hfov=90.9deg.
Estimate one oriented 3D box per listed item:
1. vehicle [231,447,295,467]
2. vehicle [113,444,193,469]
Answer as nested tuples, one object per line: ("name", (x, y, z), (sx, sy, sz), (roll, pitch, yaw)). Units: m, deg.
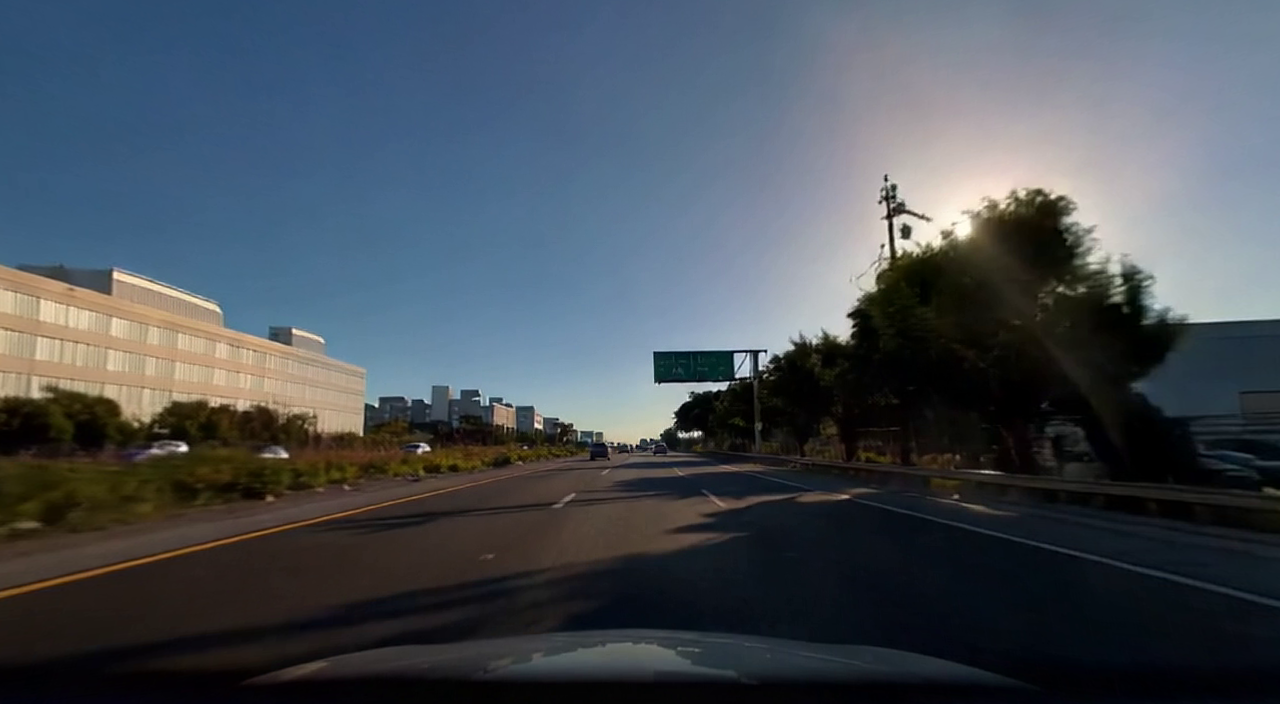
("vehicle", (-28.415, 7.916, 47.734), (1.855, 1.480, 4.724), (0, -9, 1))
("vehicle", (-35.813, 7.688, 46.527), (1.948, 1.780, 4.781), (0, -9, 1))
